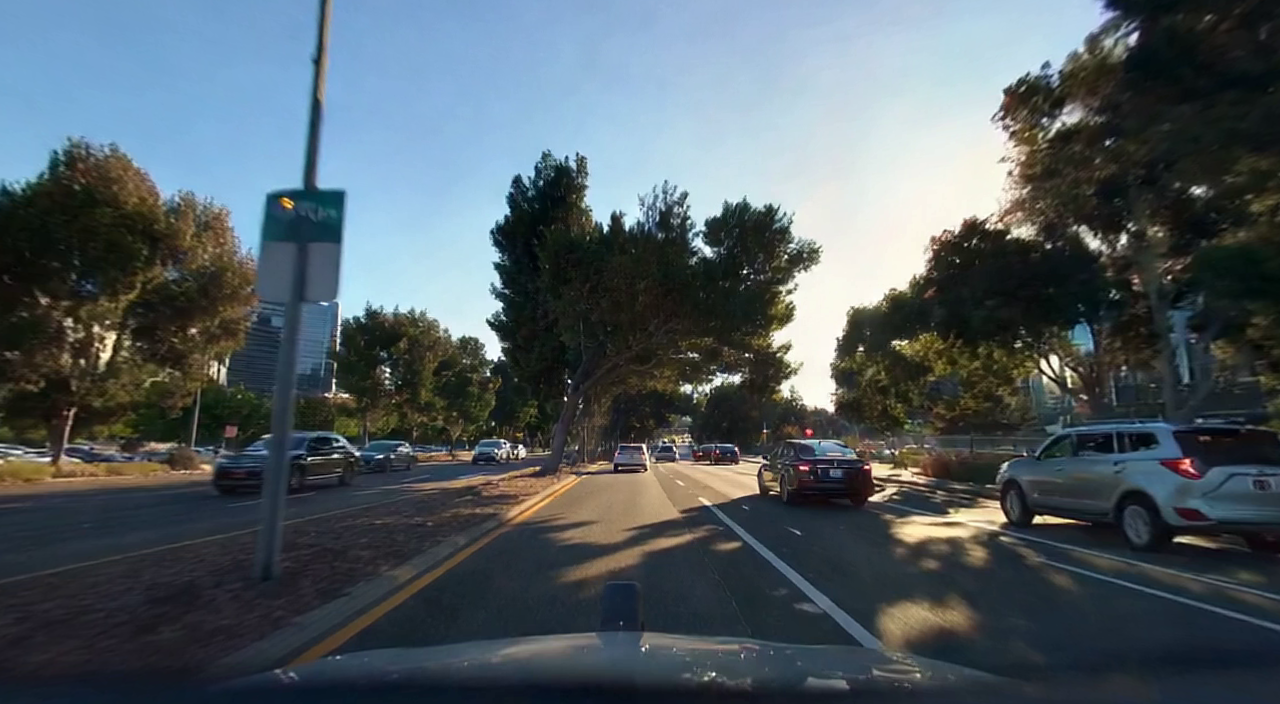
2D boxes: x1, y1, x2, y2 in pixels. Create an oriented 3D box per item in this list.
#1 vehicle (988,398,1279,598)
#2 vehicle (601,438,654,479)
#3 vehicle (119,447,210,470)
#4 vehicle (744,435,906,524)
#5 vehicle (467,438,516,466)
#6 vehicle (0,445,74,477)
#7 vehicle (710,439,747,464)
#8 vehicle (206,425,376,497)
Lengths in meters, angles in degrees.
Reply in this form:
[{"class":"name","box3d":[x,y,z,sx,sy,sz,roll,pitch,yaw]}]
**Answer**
[{"class":"vehicle","box3d":[6.872,1.675,8.099,2.134,1.810,4.590,0,-8,-1]},{"class":"vehicle","box3d":[-0.487,4.241,25.352,1.994,1.479,3.647,0,-9,-1]},{"class":"vehicle","box3d":[-30.681,6.855,40.805,4.355,1.411,1.922,0,-9,3]},{"class":"vehicle","box3d":[3.412,2.428,12.606,1.858,1.466,4.230,0,-9,-2]},{"class":"vehicle","box3d":[-9.428,6.392,40.480,1.950,1.717,4.299,0,-9,1]},{"class":"vehicle","box3d":[-29.972,5.152,30.001,4.235,1.404,2.018,0,-9,2]},{"class":"vehicle","box3d":[6.785,7.662,48.826,2.068,1.779,4.567,0,-9,-2]},{"class":"vehicle","box3d":[-9.899,3.131,18.490,2.087,1.816,4.793,0,-9,2]}]
